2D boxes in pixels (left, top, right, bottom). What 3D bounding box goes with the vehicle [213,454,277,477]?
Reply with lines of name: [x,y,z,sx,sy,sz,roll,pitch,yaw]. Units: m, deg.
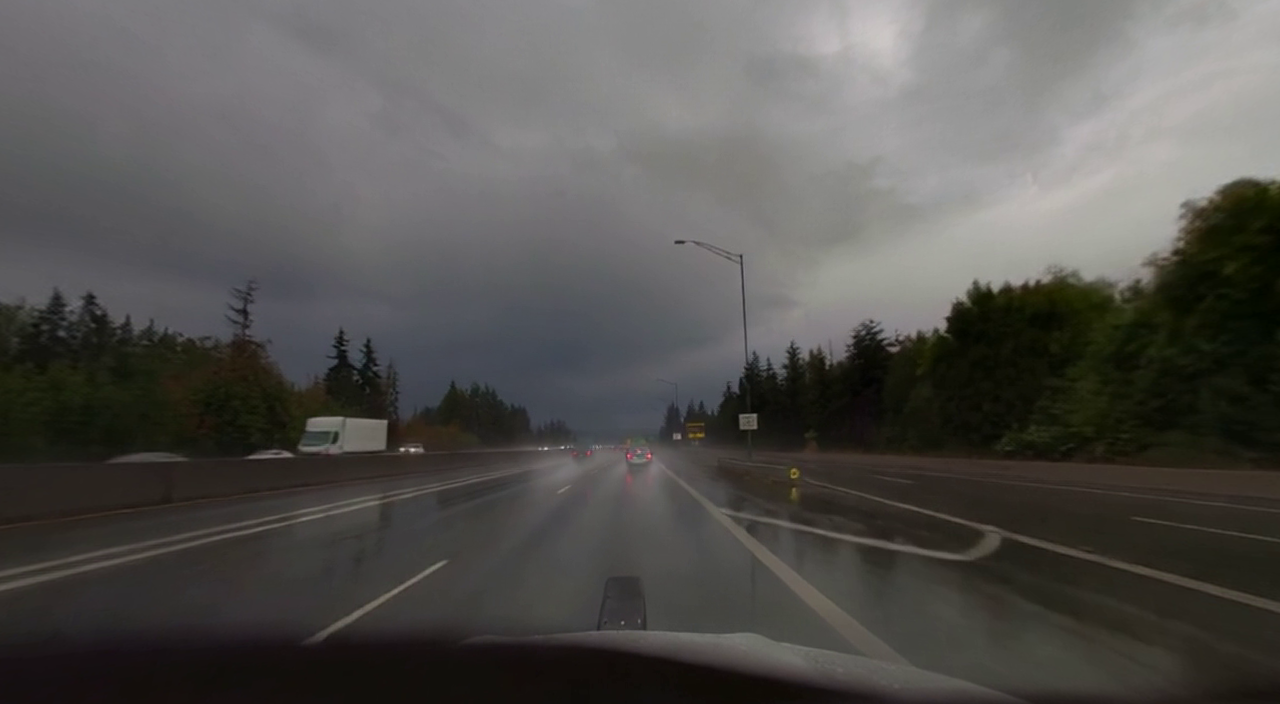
vehicle: [-27.845,7.981,44.578,1.904,1.509,4.165,0,-9,-2]

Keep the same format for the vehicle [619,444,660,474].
vehicle: [-0.043,5.473,32.369,2.002,1.449,3.612,0,-9,-1]

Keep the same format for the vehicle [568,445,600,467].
vehicle: [-3.988,7.486,45.547,1.877,1.504,3.799,0,-9,1]
